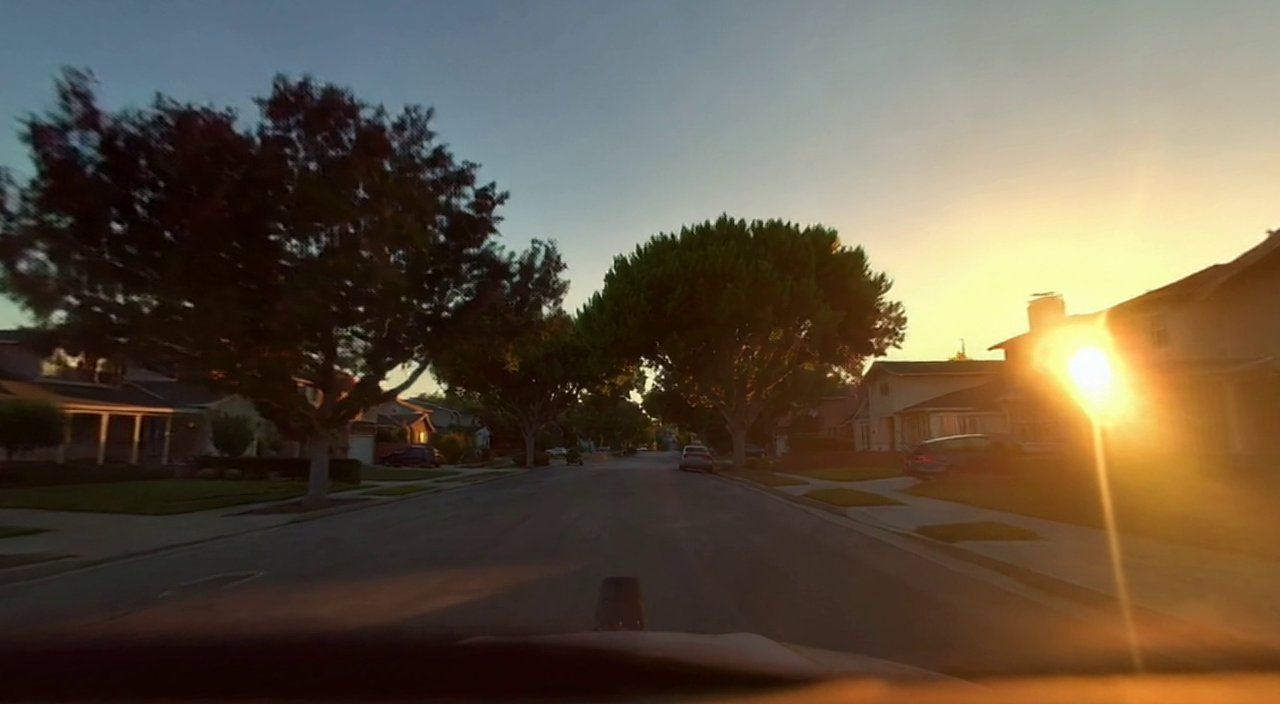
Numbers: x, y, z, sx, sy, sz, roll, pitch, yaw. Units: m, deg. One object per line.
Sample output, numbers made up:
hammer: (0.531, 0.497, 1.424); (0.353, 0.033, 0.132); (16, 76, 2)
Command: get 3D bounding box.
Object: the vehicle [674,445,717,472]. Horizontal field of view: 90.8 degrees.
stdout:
vehicle: (3.422, 6.673, 39.713); (2.136, 1.596, 4.790); (0, -9, -2)
